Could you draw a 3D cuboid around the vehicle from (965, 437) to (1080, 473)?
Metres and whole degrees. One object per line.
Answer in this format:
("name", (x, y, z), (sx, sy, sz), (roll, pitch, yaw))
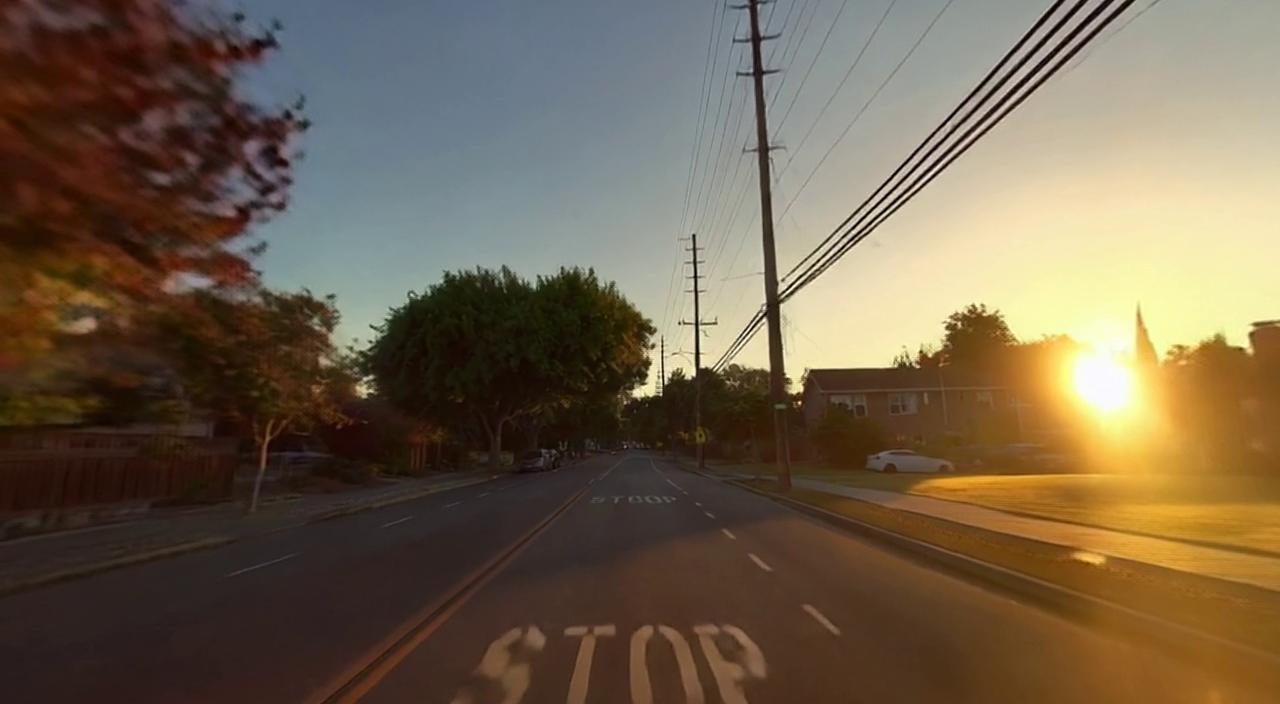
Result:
("vehicle", (18.907, 5.104, 31.368), (4.362, 1.480, 1.903), (-3, -7, 0))

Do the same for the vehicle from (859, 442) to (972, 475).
("vehicle", (13.624, 5.271, 31.393), (4.624, 1.420, 2.045), (-1, -9, -4))
